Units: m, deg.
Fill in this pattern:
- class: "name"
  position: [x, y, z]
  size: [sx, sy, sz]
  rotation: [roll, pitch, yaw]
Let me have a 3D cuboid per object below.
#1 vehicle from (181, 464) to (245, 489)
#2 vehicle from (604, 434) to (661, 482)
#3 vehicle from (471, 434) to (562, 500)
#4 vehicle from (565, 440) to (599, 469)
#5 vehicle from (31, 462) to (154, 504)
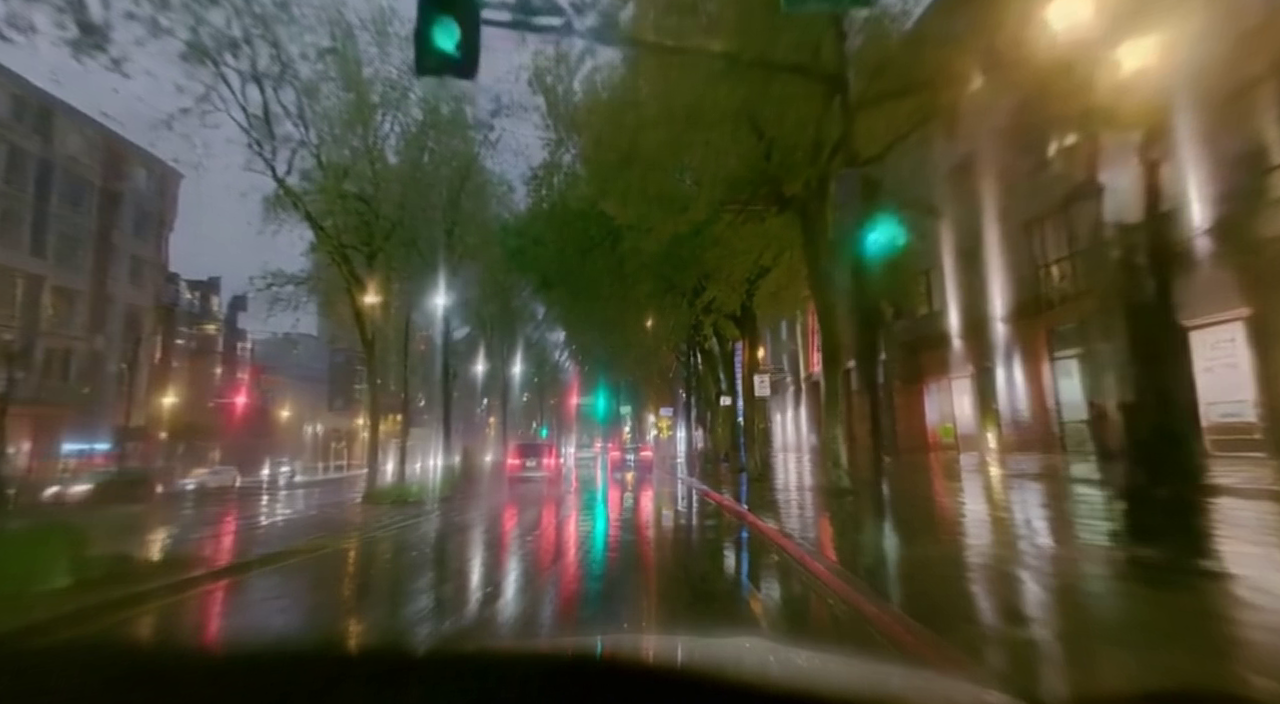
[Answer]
- class: "vehicle"
  position: [-32.212, 9.389, 47.675]
  size: [1.913, 1.579, 4.379]
  rotation: [0, -8, -3]
- class: "vehicle"
  position: [-0.338, 4.209, 25.317]
  size: [2.120, 1.758, 3.917]
  rotation: [0, -8, -2]
- class: "vehicle"
  position: [-3.495, 3.317, 18.627]
  size: [1.940, 1.722, 3.823]
  rotation: [0, -8, -1]
- class: "vehicle"
  position: [-3.988, 7.133, 44.155]
  size: [2.220, 1.847, 4.587]
  rotation: [0, -8, -3]
- class: "vehicle"
  position: [-27.853, 6.641, 32.362]
  size: [1.998, 1.797, 5.035]
  rotation: [0, -8, -4]
